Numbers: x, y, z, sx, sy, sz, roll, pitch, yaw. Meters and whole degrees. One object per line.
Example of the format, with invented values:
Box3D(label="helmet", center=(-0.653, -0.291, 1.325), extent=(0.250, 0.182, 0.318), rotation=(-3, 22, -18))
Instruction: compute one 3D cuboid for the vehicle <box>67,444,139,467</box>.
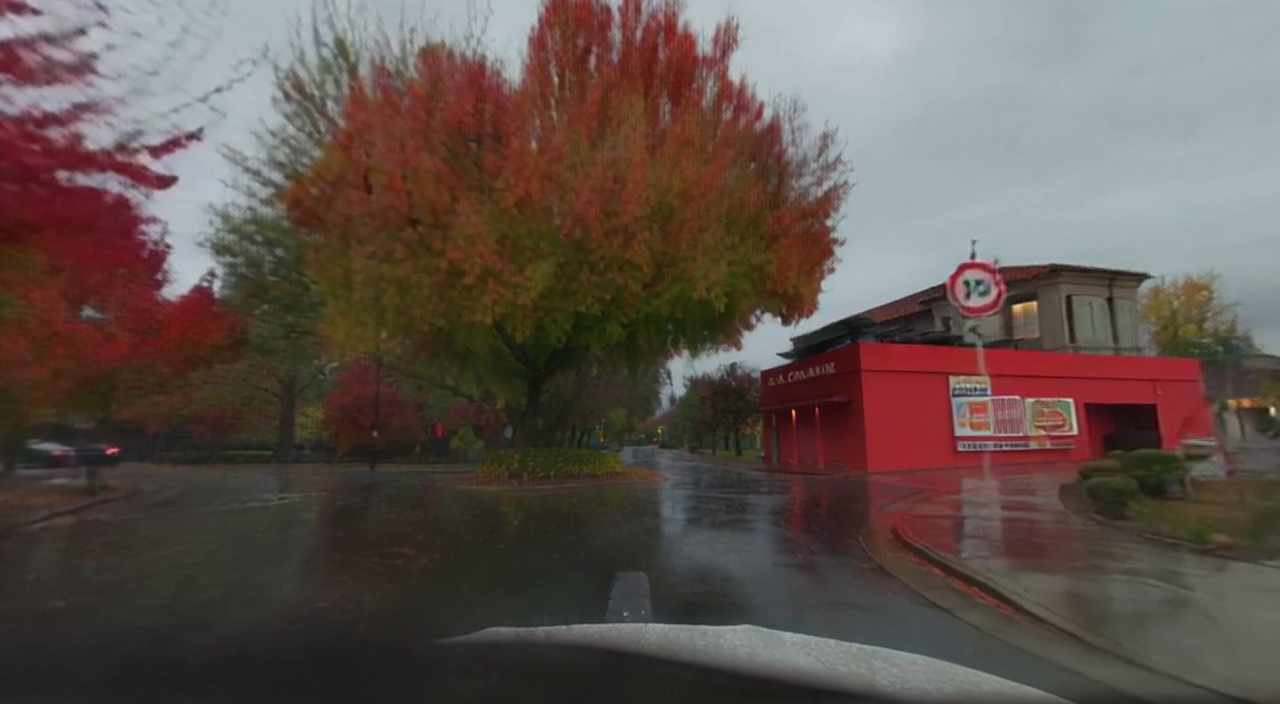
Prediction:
Box3D(label="vehicle", center=(-36.093, 6.950, 42.461), extent=(3.362, 1.404, 1.588), rotation=(-1, -8, -1))
